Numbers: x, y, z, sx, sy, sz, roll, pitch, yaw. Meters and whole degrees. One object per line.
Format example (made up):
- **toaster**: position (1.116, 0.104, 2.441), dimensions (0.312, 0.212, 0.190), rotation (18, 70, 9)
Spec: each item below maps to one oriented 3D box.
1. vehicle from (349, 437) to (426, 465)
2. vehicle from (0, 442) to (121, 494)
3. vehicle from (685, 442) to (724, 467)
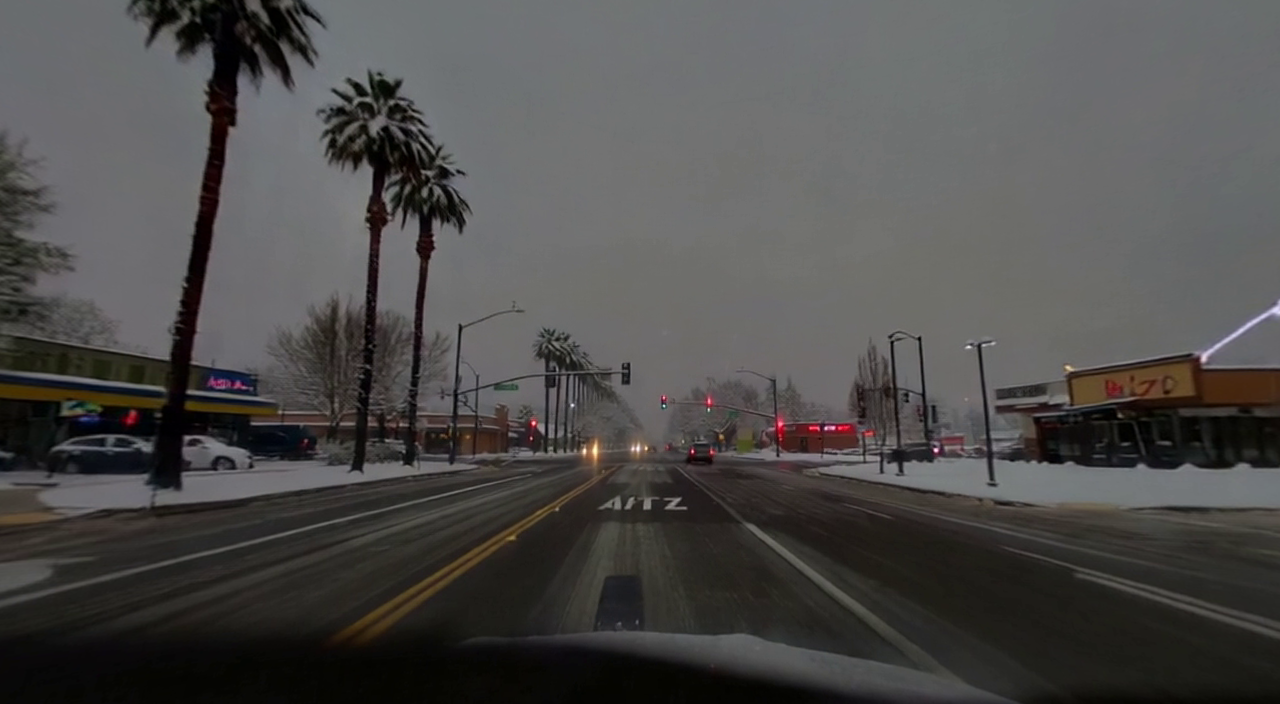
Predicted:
- **vehicle**: position (-19.326, 7.596, 48.296), dimensions (4.901, 2.064, 2.296), rotation (0, -8, 1)
- **vehicle**: position (-18.491, 3.415, 18.745), dimensions (4.277, 1.453, 1.913), rotation (0, -9, -1)
- **vehicle**: position (4.165, 6.701, 41.372), dimensions (2.065, 1.507, 4.225), rotation (0, -9, -1)
